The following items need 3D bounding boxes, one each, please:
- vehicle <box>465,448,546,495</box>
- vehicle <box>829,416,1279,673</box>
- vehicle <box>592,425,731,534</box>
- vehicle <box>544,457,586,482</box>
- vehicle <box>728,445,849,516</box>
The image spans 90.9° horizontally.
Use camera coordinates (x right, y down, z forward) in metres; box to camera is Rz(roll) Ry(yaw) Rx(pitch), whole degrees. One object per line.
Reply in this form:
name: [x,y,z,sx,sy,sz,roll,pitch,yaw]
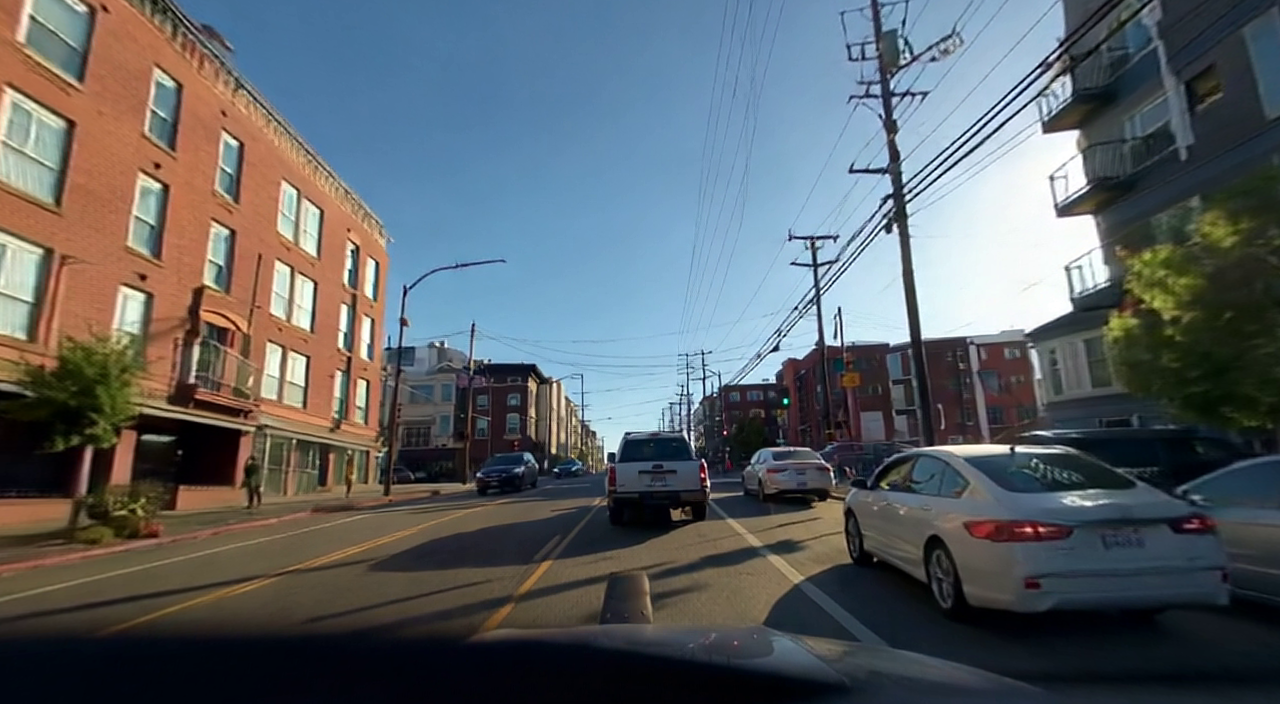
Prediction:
vehicle: [-5.330,4.775,25.698,2.215,1.703,4.614,-1,-8,1]
vehicle: [3.354,1.499,6.002,1.906,1.578,4.020,0,-8,1]
vehicle: [0.344,2.355,12.221,2.232,1.736,4.036,0,-8,0]
vehicle: [-4.998,7.898,42.605,2.014,1.538,4.275,-1,-9,3]
vehicle: [3.388,2.993,15.294,1.970,1.452,4.227,0,-8,1]
